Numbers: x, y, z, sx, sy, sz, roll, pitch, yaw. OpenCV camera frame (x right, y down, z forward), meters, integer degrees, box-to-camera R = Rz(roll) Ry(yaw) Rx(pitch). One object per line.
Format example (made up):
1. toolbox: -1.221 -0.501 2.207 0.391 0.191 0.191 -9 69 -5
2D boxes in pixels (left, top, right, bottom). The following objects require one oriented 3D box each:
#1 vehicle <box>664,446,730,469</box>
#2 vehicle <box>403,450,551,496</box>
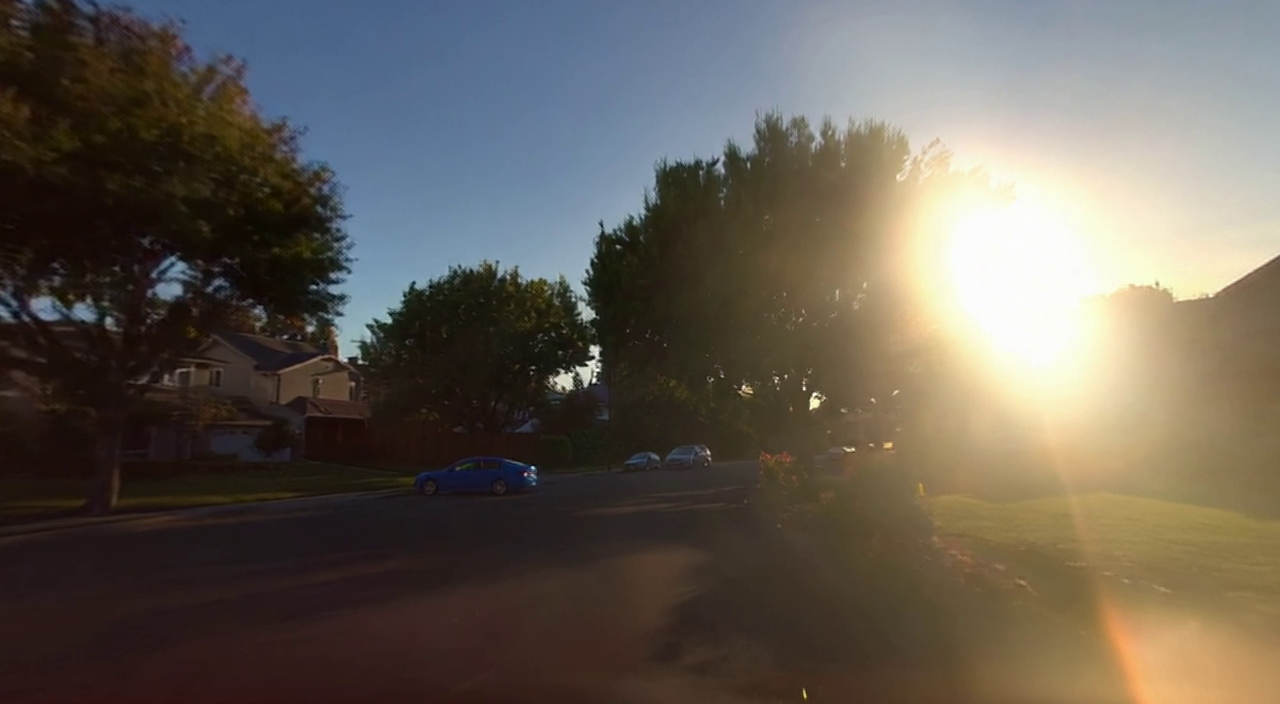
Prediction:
1. vehicle: 4.422 8.178 49.082 4.692 1.660 1.879 -3 -9 21
2. vehicle: -5.670 4.211 22.265 4.653 1.480 1.871 -2 -9 10
